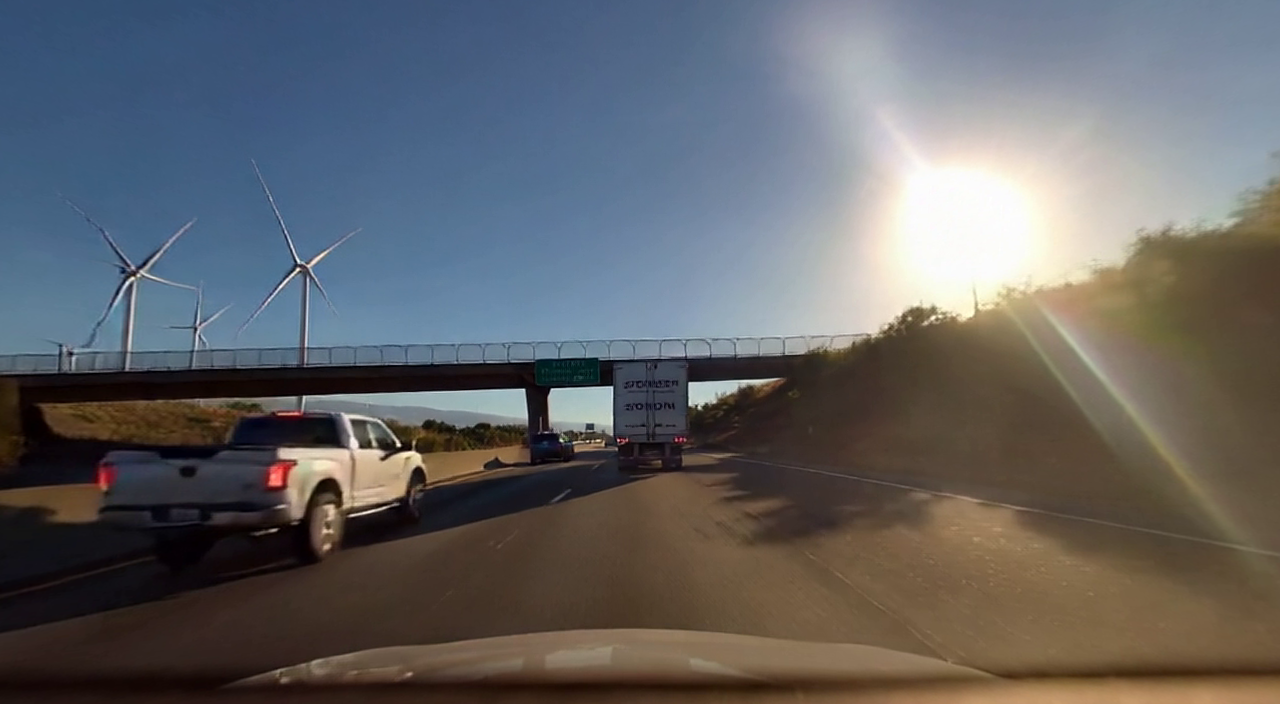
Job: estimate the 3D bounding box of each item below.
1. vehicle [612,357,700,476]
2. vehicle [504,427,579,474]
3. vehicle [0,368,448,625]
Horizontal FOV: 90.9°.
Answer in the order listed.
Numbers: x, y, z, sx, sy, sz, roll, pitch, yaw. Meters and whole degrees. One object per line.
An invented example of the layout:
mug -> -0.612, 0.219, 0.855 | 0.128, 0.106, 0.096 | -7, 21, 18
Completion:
vehicle -> 0.508, 2.991, 27.516 | 2.906, 3.990, 12.551 | 0, -8, 0
vehicle -> -3.807, 3.893, 25.258 | 2.167, 1.686, 4.946 | 0, -8, 1
vehicle -> -3.938, 1.319, 6.812 | 2.283, 1.814, 4.568 | 0, -8, 0
